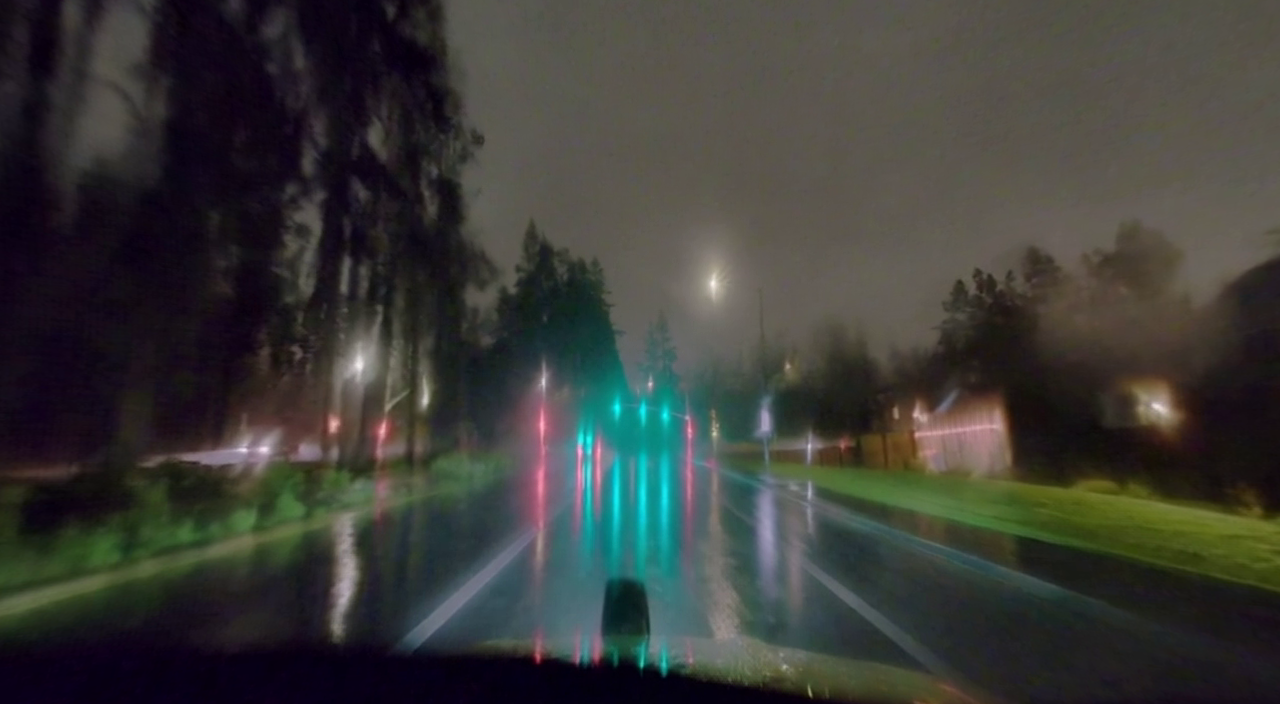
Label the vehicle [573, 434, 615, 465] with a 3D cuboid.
[{"bbox_3d":[-2.626,5.649,36.782,2.016,1.694,4.335,0,-8,1],"label":"vehicle"}]

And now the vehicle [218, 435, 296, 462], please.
[{"bbox_3d":[-23.406,5.932,38.754,1.848,1.520,4.593,0,-8,2],"label":"vehicle"}]
